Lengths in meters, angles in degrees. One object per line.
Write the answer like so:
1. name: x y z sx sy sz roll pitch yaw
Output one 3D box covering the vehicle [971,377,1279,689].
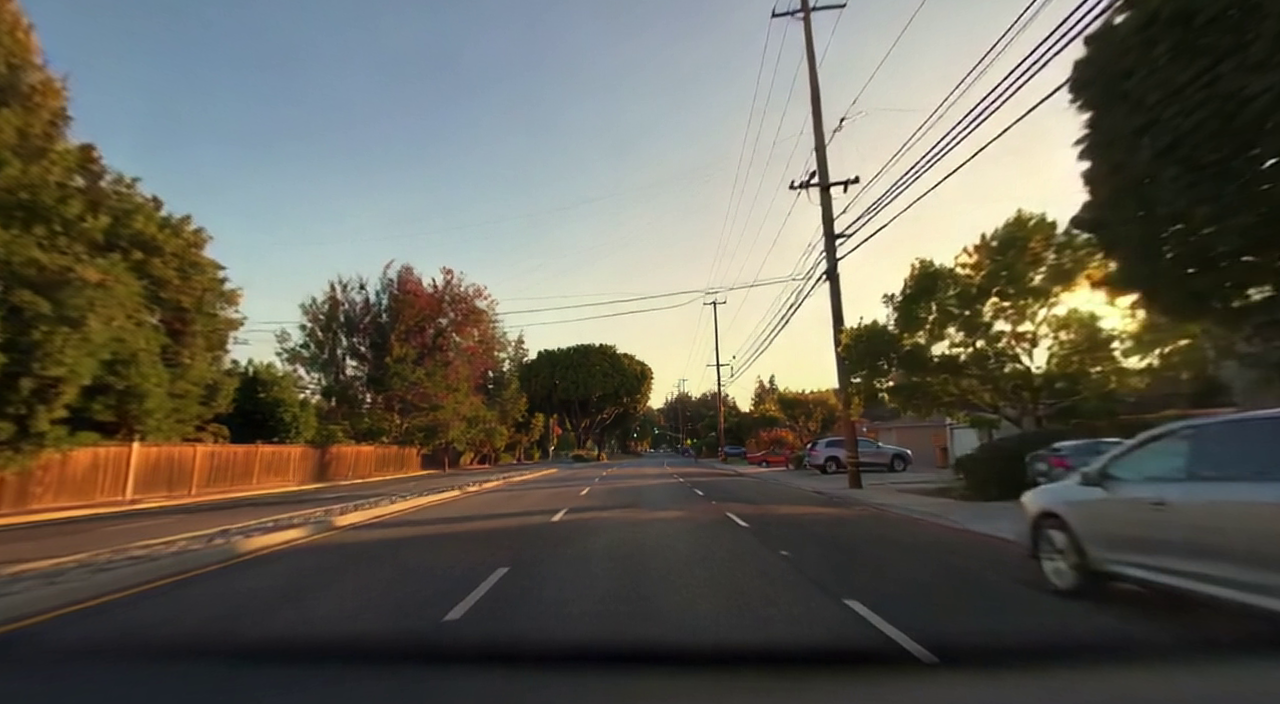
1. vehicle: 4.584 1.091 4.134 2.092 1.713 4.830 0 -8 -1
